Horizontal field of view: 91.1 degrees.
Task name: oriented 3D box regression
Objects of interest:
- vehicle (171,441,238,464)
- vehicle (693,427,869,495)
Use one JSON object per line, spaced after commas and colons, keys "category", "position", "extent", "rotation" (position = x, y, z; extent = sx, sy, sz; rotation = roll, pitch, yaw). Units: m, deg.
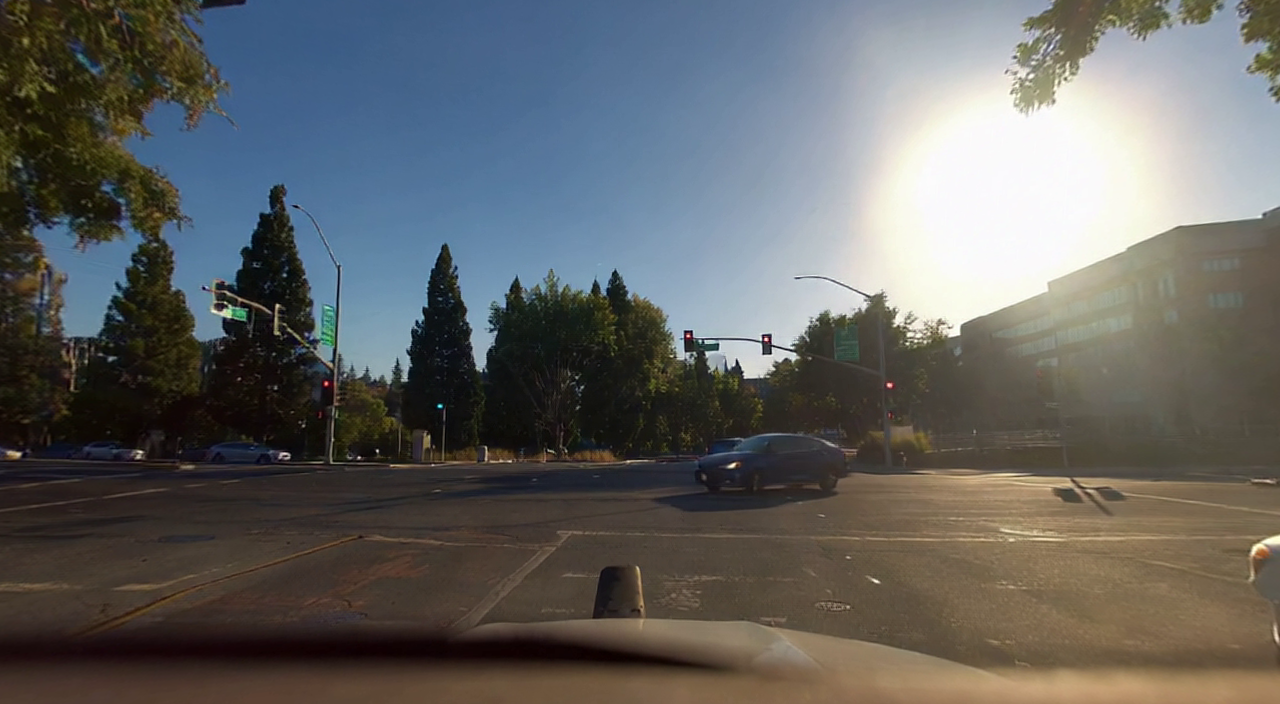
{"category": "vehicle", "position": [-29.108, 6.697, 42.047], "extent": [1.696, 1.431, 3.686], "rotation": [0, -8, 3]}
{"category": "vehicle", "position": [4.086, 3.119, 18.357], "extent": [4.580, 1.768, 2.134], "rotation": [3, -9, -22]}
